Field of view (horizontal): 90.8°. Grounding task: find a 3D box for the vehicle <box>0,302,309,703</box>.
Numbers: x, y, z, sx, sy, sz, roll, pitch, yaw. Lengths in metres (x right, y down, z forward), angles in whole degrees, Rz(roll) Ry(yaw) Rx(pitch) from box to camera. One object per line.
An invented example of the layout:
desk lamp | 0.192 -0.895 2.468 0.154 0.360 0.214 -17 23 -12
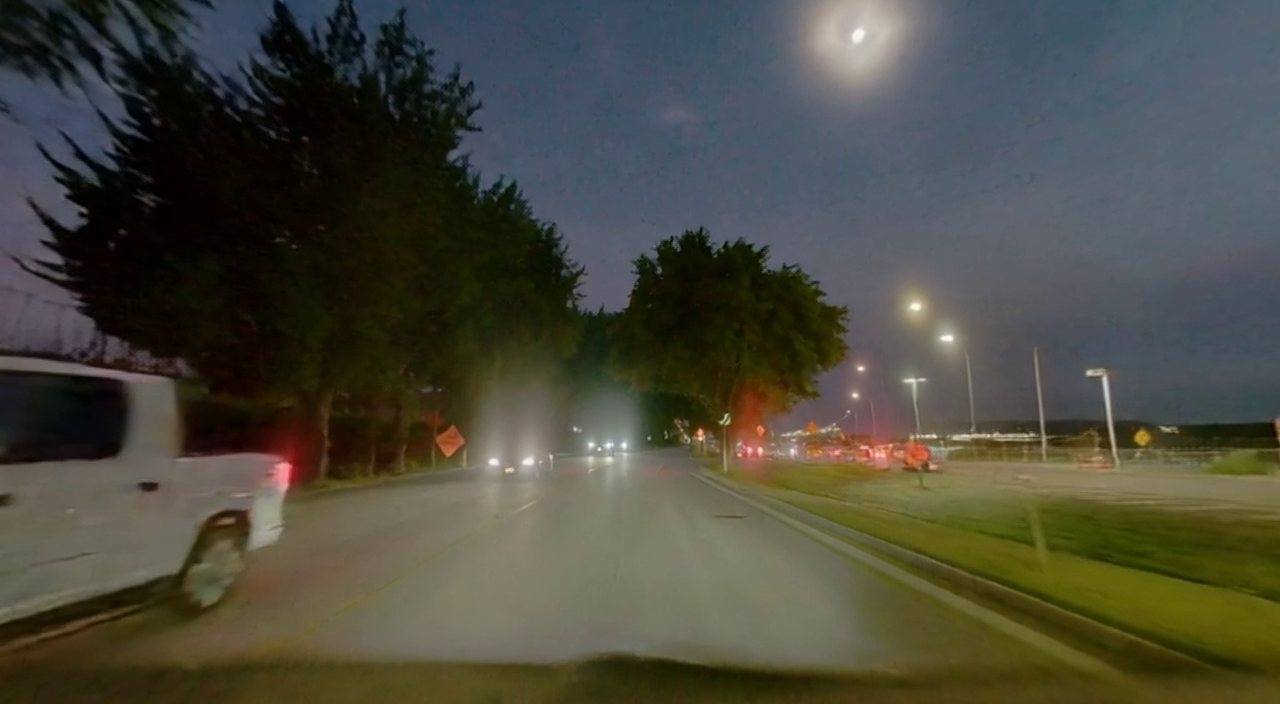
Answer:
vehicle | -4.095 0.852 3.488 2.064 2.009 4.512 -1 -8 0

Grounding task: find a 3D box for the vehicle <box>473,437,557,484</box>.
vehicle | -4.272 3.776 22.288 1.964 1.481 4.199 -1 -8 2
